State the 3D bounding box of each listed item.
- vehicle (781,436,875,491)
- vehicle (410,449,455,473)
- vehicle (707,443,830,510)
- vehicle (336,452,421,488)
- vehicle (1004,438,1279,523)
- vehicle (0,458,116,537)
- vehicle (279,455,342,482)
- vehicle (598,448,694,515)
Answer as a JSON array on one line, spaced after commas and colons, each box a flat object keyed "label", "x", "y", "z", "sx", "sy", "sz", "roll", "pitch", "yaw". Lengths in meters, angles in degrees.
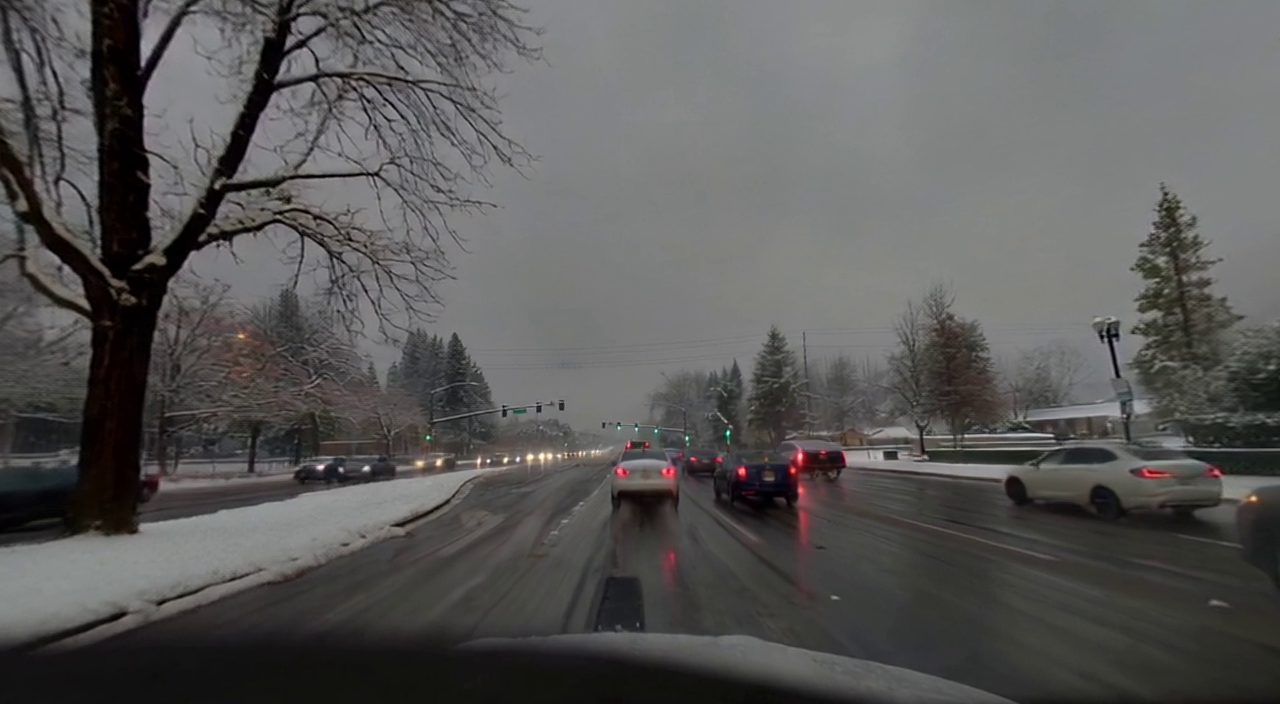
[{"label": "vehicle", "x": 6.378, "y": 3.814, "z": 21.935, "sx": 1.931, "sy": 1.685, "sz": 4.054, "roll": 0, "pitch": -9, "yaw": -1}, {"label": "vehicle", "x": -15.925, "y": 8.376, "z": 48.770, "sx": 1.908, "sy": 1.703, "sz": 4.547, "roll": 0, "pitch": -9, "yaw": 0}, {"label": "vehicle", "x": 3.087, "y": 3.102, "z": 16.375, "sx": 1.970, "sy": 1.445, "sz": 4.974, "roll": 0, "pitch": -9, "yaw": -2}, {"label": "vehicle", "x": -12.114, "y": 5.453, "z": 29.590, "sx": 2.002, "sy": 1.500, "sz": 4.536, "roll": 0, "pitch": -9, "yaw": 0}, {"label": "vehicle", "x": 10.536, "y": 2.678, "z": 13.846, "sx": 1.890, "sy": 1.488, "sz": 5.113, "roll": 0, "pitch": -9, "yaw": -2}, {"label": "vehicle", "x": -13.507, "y": 2.931, "z": 12.802, "sx": 2.018, "sy": 1.469, "sz": 4.916, "roll": 1, "pitch": -9, "yaw": -7}, {"label": "vehicle", "x": -22.463, "y": 7.919, "z": 43.298, "sx": 1.889, "sy": 1.651, "sz": 4.512, "roll": 0, "pitch": -9, "yaw": 0}, {"label": "vehicle", "x": 0.068, "y": 2.992, "z": 15.162, "sx": 1.990, "sy": 1.347, "sz": 4.067, "roll": 0, "pitch": -9, "yaw": -2}]
